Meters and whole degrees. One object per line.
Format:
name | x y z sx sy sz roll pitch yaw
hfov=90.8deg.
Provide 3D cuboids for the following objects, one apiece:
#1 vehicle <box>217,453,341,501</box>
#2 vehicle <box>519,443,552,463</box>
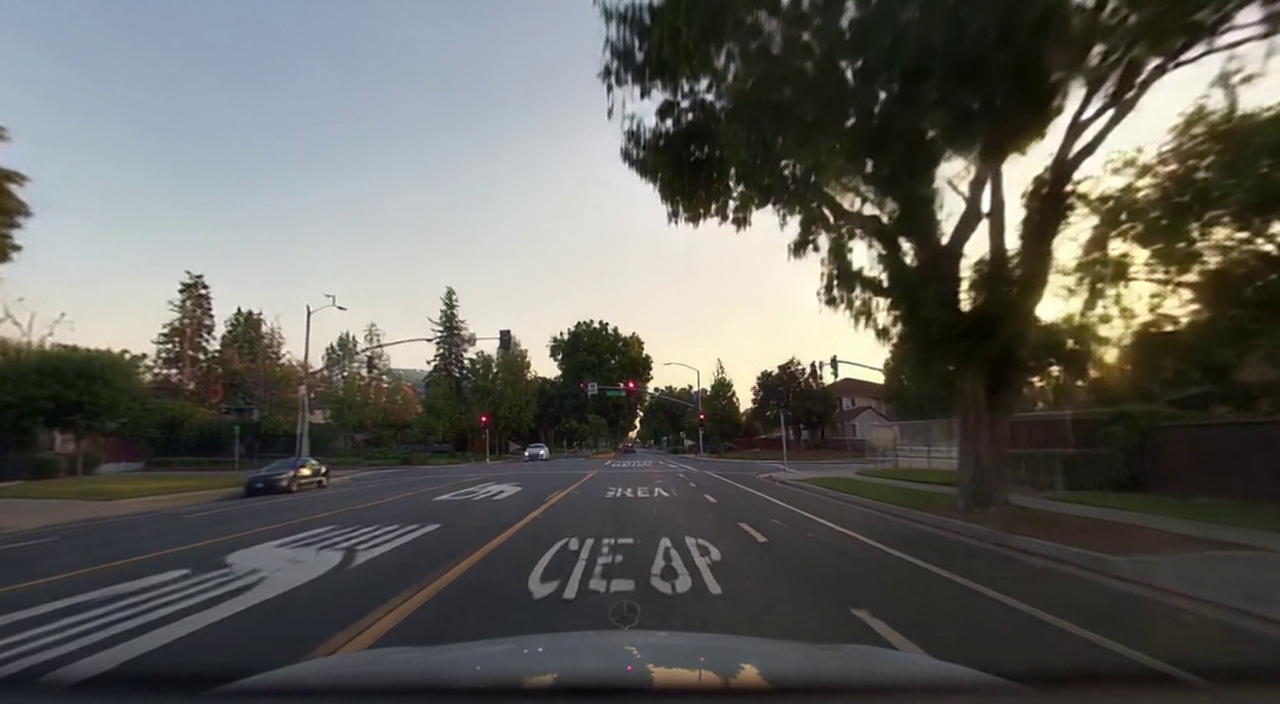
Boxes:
vehicle | -12.854 4.438 22.908 1.851 1.482 4.443 0 -8 0
vehicle | -8.083 7.883 49.333 1.869 1.497 3.768 0 -8 1
